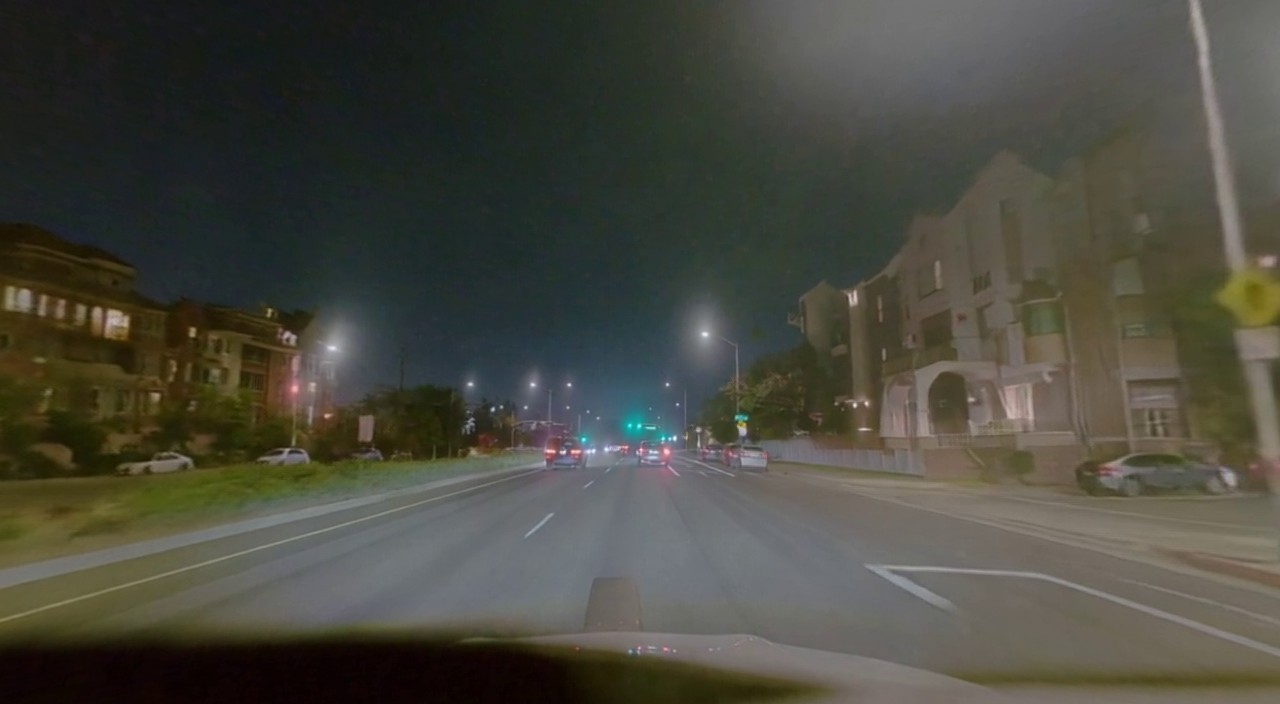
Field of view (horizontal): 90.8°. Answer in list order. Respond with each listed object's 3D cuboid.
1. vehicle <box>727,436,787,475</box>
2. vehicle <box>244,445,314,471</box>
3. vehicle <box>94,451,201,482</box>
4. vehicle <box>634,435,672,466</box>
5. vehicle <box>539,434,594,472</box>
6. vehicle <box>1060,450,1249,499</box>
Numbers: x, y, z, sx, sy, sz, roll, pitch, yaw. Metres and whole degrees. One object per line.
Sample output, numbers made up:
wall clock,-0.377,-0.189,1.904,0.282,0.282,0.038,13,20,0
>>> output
vehicle,5.891,5.272,32.433,2.154,1.824,4.782,0,-9,0
vehicle,-25.700,7.554,45.214,2.018,1.721,4.735,0,-9,2
vehicle,-25.568,5.905,33.020,1.839,1.463,4.705,0,-9,-1
vehicle,0.766,6.316,40.614,2.273,1.851,5.075,0,-9,-1
vehicle,-3.618,5.104,32.000,2.233,1.775,4.491,0,-9,0
vehicle,16.511,3.919,20.454,4.459,1.455,1.901,0,-9,-1
